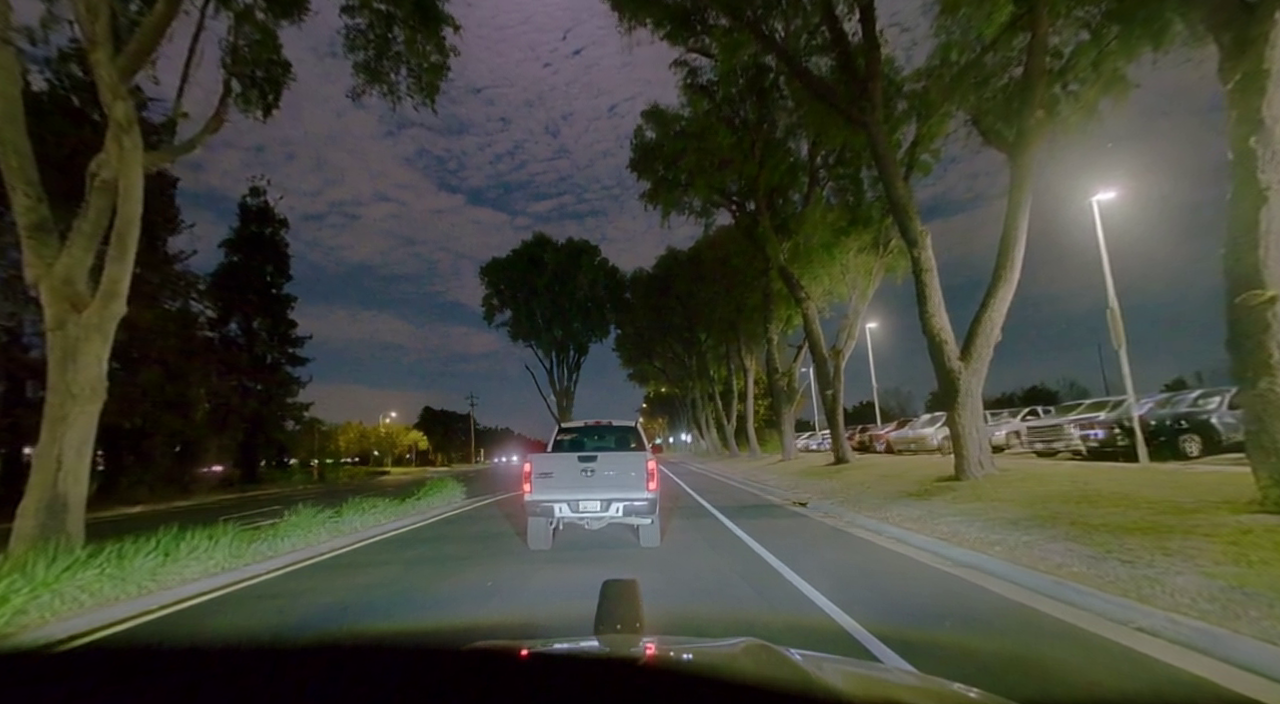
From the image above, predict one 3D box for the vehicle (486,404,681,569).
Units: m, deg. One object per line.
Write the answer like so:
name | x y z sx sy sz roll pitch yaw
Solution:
vehicle | -0.585 1.867 9.597 2.157 1.816 5.039 0 -9 1
